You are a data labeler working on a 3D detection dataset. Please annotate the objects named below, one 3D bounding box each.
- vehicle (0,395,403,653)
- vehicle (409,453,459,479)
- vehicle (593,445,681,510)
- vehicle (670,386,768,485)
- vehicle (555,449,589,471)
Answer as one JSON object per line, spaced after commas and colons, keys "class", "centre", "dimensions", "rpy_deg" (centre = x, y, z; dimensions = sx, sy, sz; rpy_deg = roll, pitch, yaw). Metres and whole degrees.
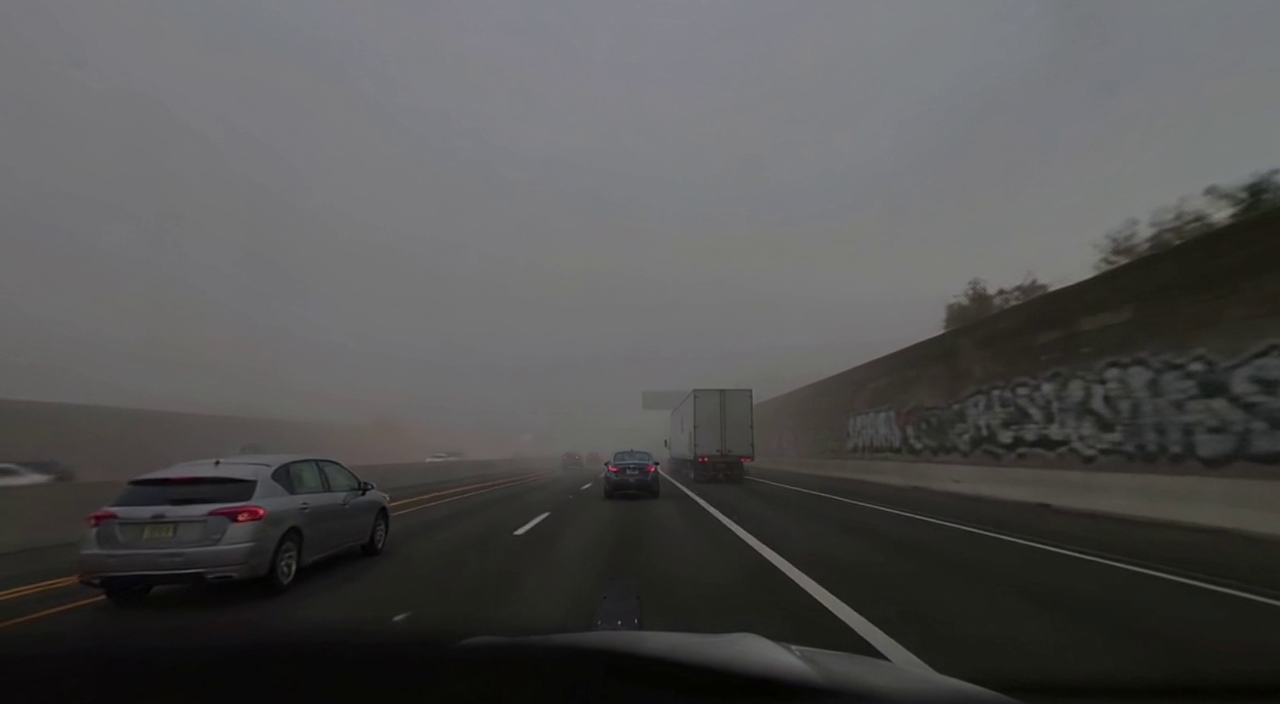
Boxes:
{"class": "vehicle", "centre": [-4.433, 1.534, 6.739], "dimensions": [1.988, 1.750, 4.711], "rpy_deg": [0, -9, -1]}
{"class": "vehicle", "centre": [-12.191, 6.762, 37.461], "dimensions": [1.767, 1.418, 3.555], "rpy_deg": [0, -9, 0]}
{"class": "vehicle", "centre": [-0.117, 3.200, 16.584], "dimensions": [2.033, 1.468, 4.015], "rpy_deg": [0, -9, -1]}
{"class": "vehicle", "centre": [3.537, 4.452, 32.747], "dimensions": [2.902, 4.014, 14.446], "rpy_deg": [0, -9, -1]}
{"class": "vehicle", "centre": [-4.929, 7.941, 46.327], "dimensions": [2.067, 1.481, 4.085], "rpy_deg": [0, -9, 0]}
